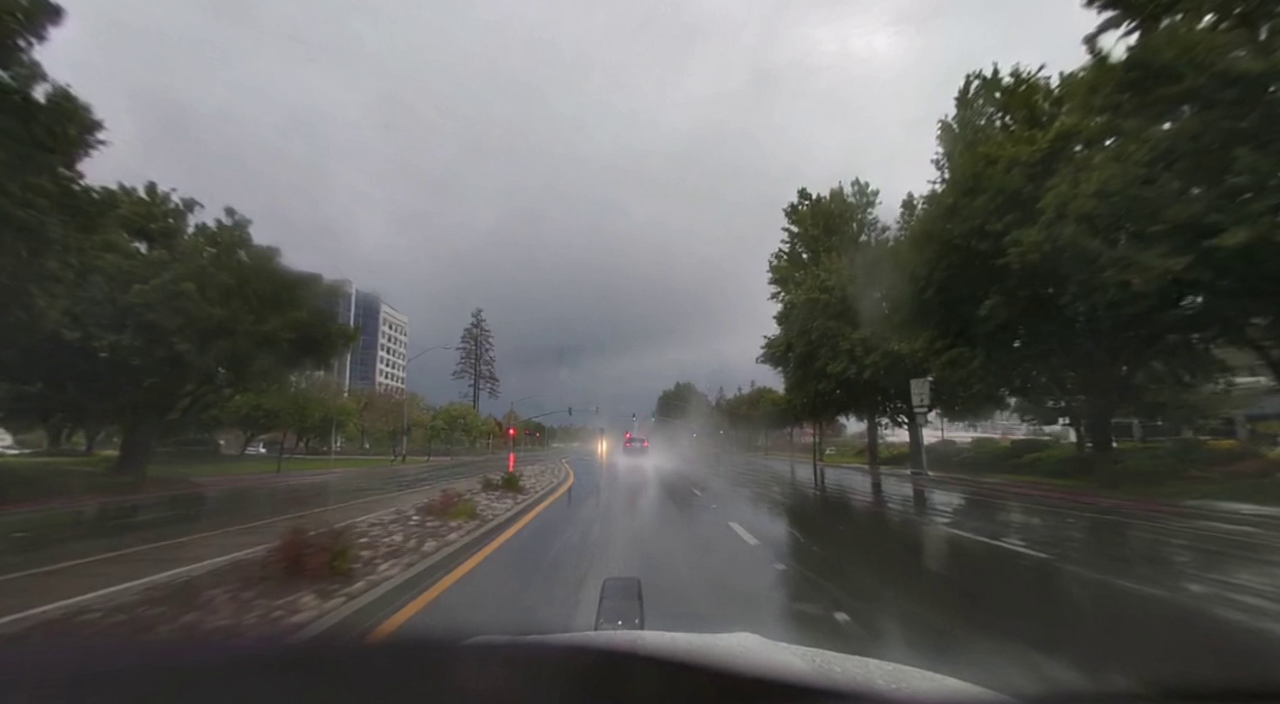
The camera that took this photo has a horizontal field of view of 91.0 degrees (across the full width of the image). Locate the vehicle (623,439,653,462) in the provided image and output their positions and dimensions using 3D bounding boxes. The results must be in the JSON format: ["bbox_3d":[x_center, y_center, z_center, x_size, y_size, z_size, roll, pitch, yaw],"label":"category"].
[{"bbox_3d":[-0.120,6.943,44.421,2.064,1.477,3.968,0,-9,1],"label":"vehicle"}]
